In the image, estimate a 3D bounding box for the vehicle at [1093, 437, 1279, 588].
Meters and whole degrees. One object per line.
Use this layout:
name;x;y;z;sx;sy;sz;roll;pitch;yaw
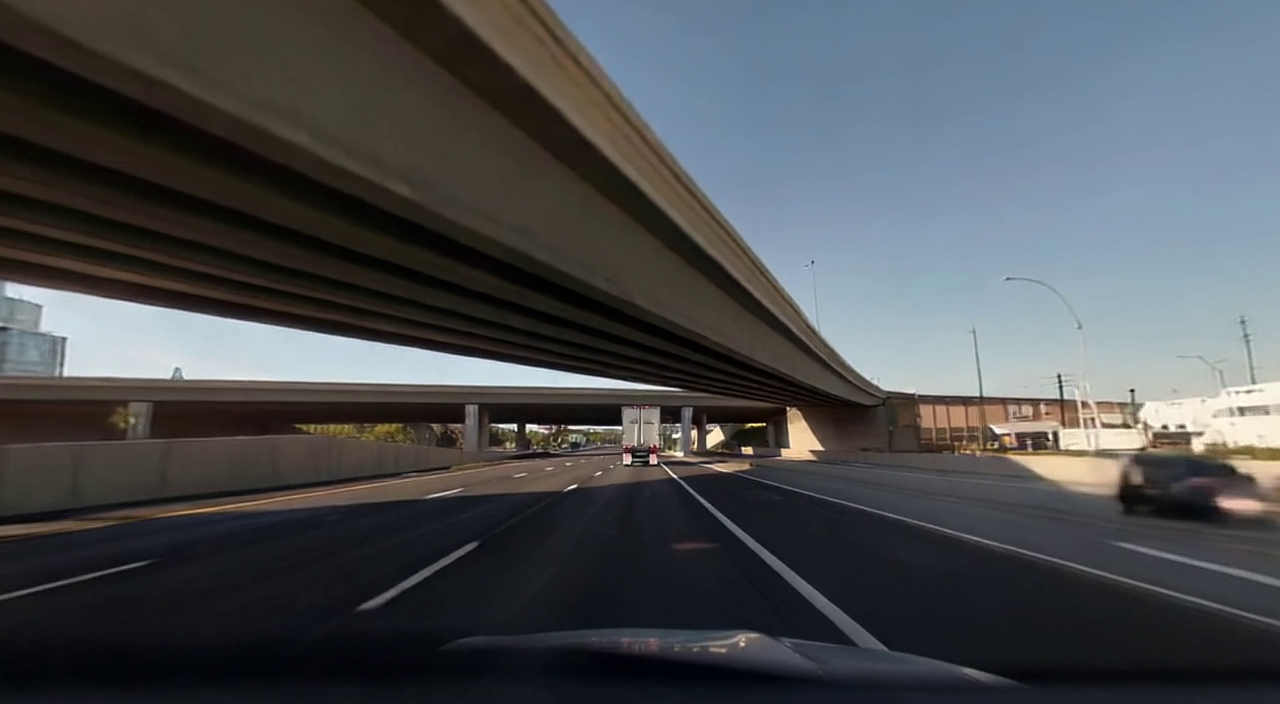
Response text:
vehicle;7.257;1.720;7.072;1.660;1.497;3.594;0;-9;0
